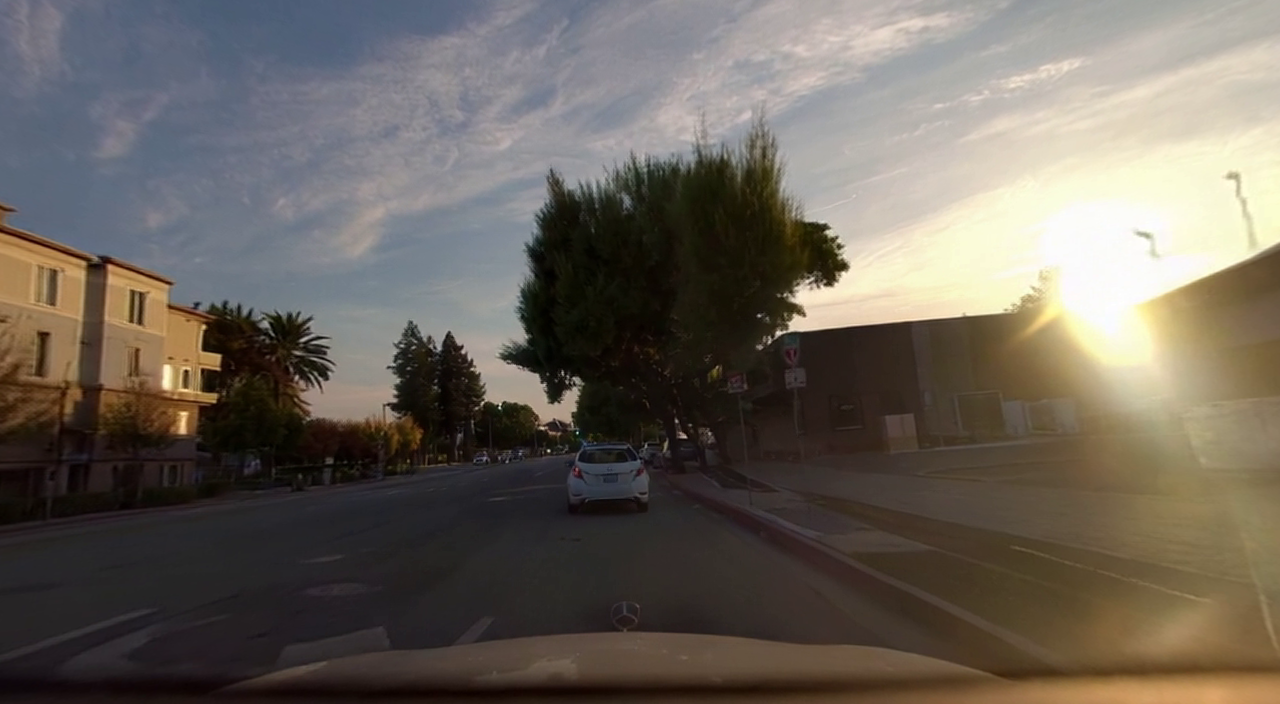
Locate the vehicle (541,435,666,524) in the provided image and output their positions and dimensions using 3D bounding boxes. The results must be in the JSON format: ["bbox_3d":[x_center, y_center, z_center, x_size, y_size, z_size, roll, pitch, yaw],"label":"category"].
[{"bbox_3d":[-0.733,2.498,12.984,2.116,1.479,4.358,0,-9,-3],"label":"vehicle"}]

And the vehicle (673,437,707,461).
[{"bbox_3d":[3.258,6.446,41.908,1.972,1.484,3.974,0,-8,1],"label":"vehicle"}]
